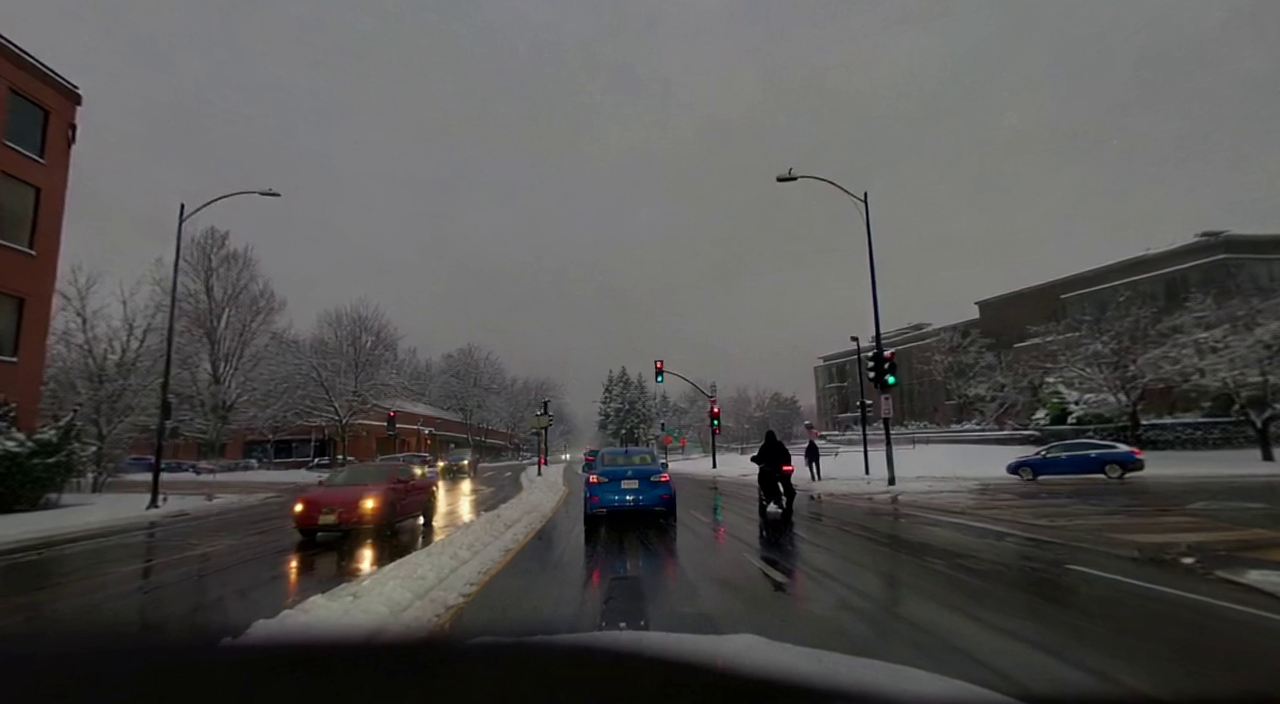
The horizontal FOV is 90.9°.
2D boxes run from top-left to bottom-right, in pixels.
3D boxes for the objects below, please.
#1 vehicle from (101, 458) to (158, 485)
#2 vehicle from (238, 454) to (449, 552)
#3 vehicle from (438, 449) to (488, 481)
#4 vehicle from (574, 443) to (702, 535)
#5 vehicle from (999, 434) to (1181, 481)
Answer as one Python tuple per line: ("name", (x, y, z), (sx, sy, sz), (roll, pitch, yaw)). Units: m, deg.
("vehicle", (-37.541, 8.735, 46.273), (4.653, 1.795, 2.163), (-7, -11, 39))
("vehicle", (-5.124, 2.627, 11.644), (2.079, 1.392, 4.088), (0, -9, -3))
("vehicle", (-10.247, 6.540, 36.749), (1.993, 1.692, 4.226), (0, -9, -4))
("vehicle", (-0.150, 2.567, 12.460), (2.118, 1.480, 3.949), (0, -9, -4))
("vehicle", (15.794, 3.748, 22.533), (5.007, 1.479, 1.866), (-5, -10, 30))
